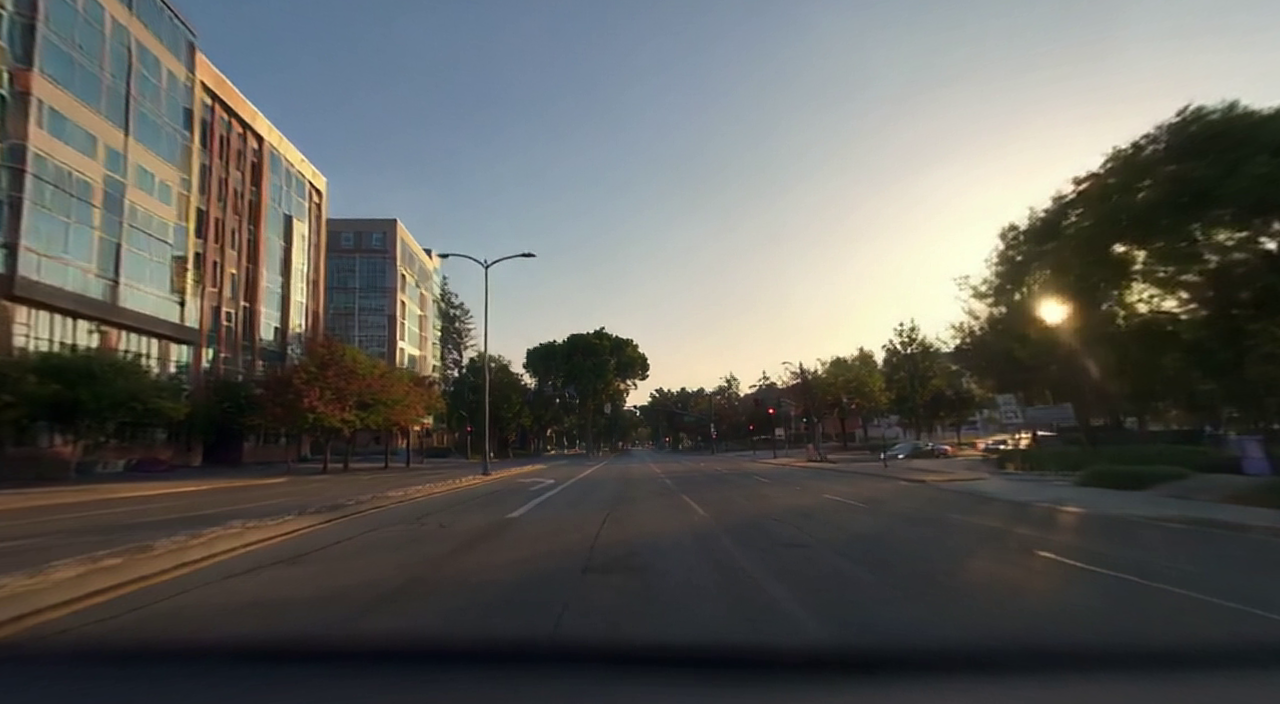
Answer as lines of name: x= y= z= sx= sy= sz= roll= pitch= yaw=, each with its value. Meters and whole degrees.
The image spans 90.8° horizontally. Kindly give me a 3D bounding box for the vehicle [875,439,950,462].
vehicle: x=19.131 y=6.912 z=44.418 sx=4.376 sy=1.483 sz=1.828 roll=-8 pitch=-12 yaw=44
